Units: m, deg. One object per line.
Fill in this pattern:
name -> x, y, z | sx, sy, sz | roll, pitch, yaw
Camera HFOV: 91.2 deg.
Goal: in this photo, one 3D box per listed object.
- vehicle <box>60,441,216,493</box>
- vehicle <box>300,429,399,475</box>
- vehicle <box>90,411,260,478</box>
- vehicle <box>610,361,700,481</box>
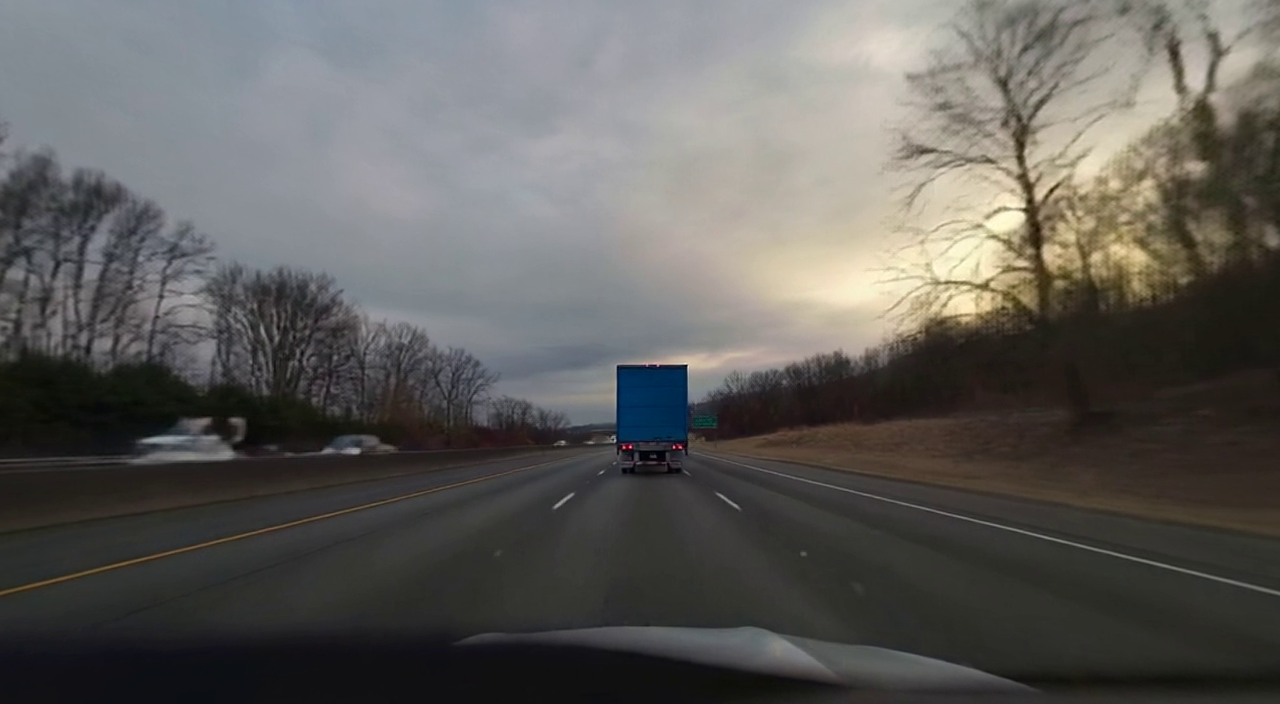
vehicle -> -17.083, 3.889, 21.699 | 1.847, 1.585, 4.252 | 0, -8, 0
vehicle -> -13.194, 4.566, 28.939 | 2.100, 1.906, 4.988 | 0, -8, 1
vehicle -> -21.170, 4.297, 29.233 | 2.361, 2.709, 7.148 | 0, -8, 1
vehicle -> 0.532, 3.073, 26.458 | 3.010, 4.039, 10.481 | 0, -8, 0
